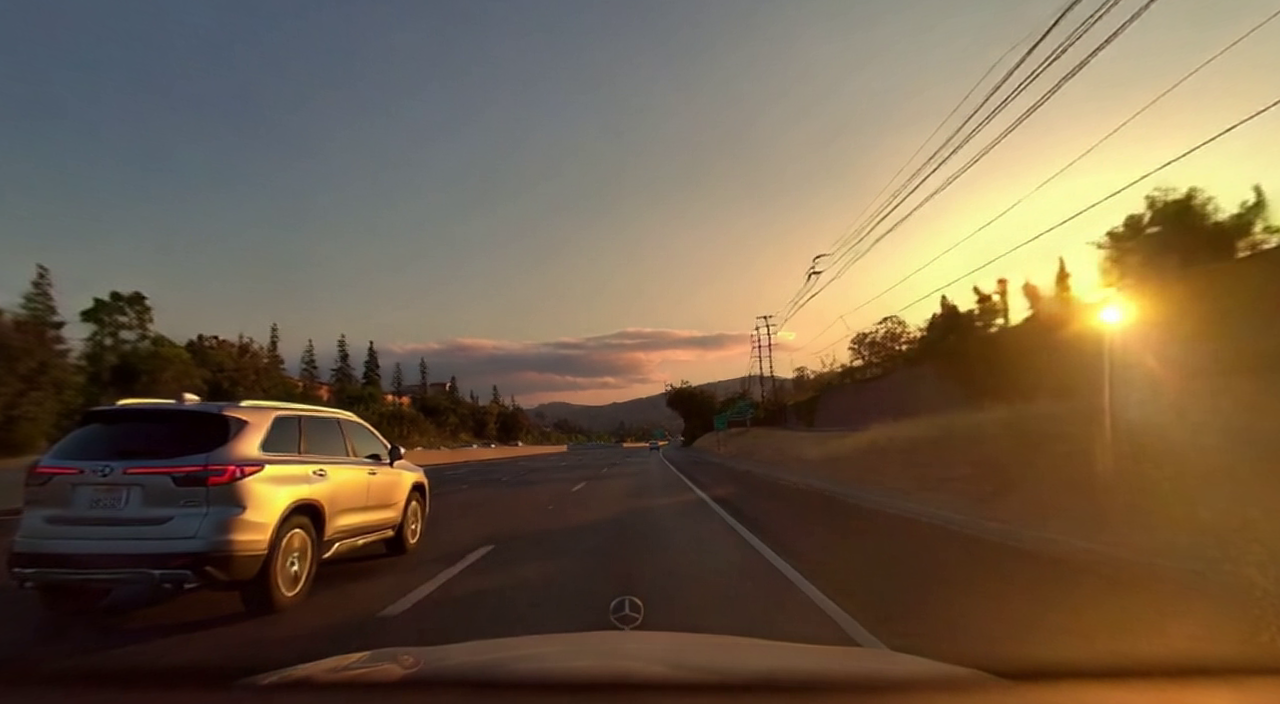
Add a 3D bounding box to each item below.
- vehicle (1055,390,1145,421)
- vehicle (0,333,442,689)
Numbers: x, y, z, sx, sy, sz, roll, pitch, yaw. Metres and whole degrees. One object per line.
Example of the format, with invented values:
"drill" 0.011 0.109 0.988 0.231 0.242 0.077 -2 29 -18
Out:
"vehicle" 23.054 2.741 31.765 1.717 1.394 3.687 0 -8 0
"vehicle" -3.853 1.235 6.097 2.136 1.975 5.037 -1 -8 1
